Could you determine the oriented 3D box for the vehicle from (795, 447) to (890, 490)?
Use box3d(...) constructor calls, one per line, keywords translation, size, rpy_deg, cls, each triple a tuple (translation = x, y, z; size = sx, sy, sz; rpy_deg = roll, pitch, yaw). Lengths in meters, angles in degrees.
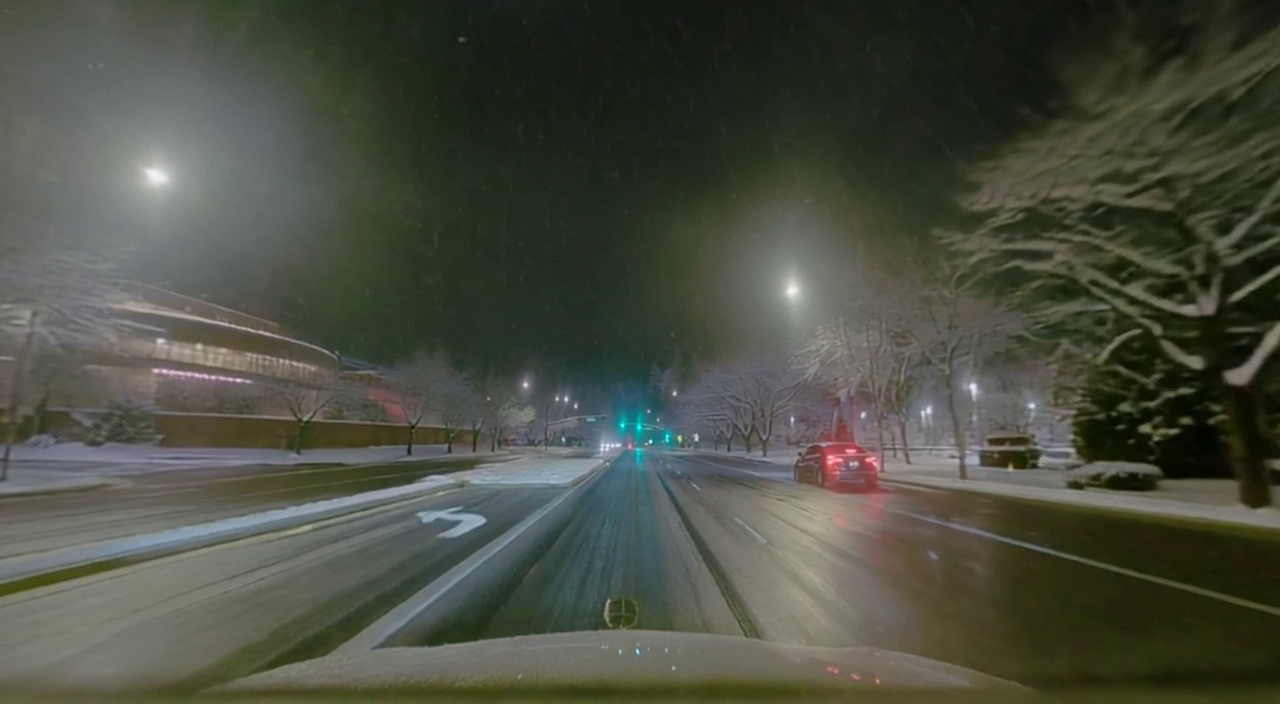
box3d(translation=(7.458, 4.307, 23.726), size=(2.054, 1.421, 4.487), rpy_deg=(0, -8, -1), cls="vehicle")
